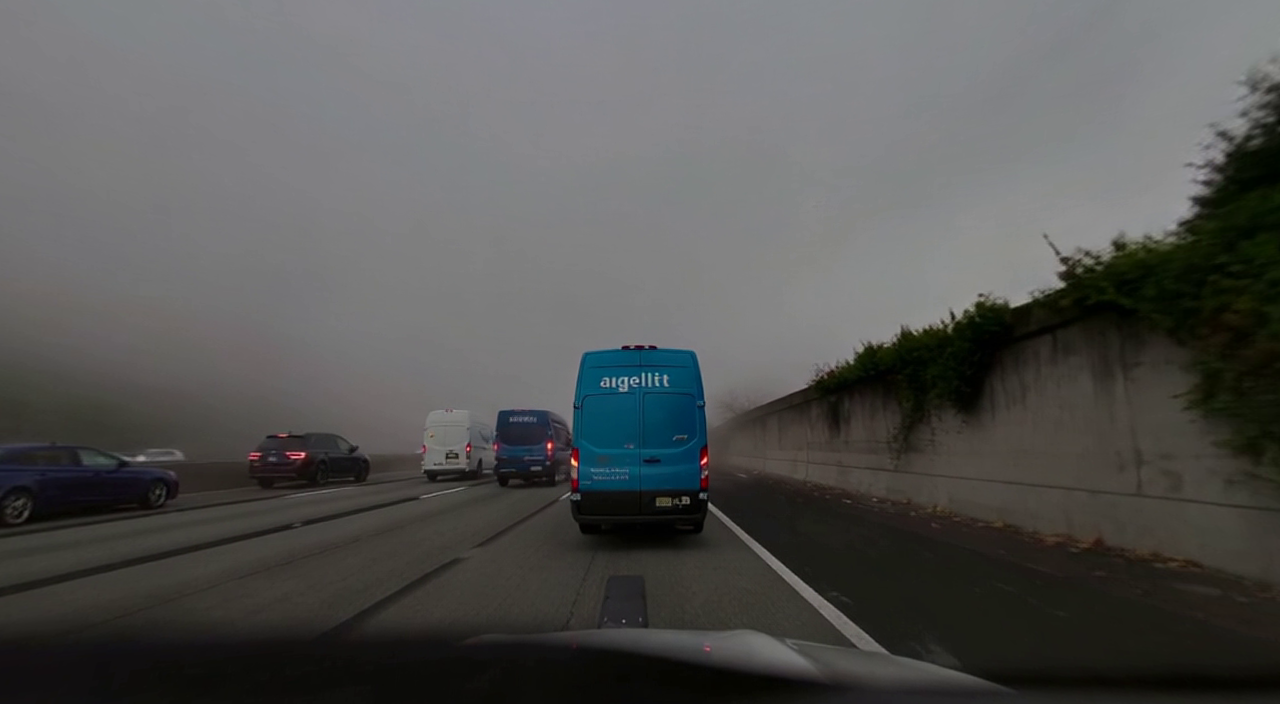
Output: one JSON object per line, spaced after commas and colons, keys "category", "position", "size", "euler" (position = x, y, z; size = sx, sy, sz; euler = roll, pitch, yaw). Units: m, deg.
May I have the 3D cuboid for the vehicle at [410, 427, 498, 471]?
{"category": "vehicle", "position": [-9.818, 5.193, 33.938], "size": [2.566, 2.158, 5.957], "euler": [-1, -8, 4]}

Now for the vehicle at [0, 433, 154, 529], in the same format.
{"category": "vehicle", "position": [-11.128, 2.178, 10.878], "size": [1.839, 1.524, 4.449], "euler": [0, -9, 2]}

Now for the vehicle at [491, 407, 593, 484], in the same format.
{"category": "vehicle", "position": [-3.329, 3.387, 22.845], "size": [2.729, 2.439, 5.418], "euler": [0, -8, 1]}

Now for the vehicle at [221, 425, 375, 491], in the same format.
{"category": "vehicle", "position": [-10.836, 3.398, 20.520], "size": [2.061, 1.846, 4.852], "euler": [0, -9, 3]}

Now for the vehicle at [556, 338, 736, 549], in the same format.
{"category": "vehicle", "position": [0.150, 1.648, 11.488], "size": [2.316, 2.738, 6.398], "euler": [0, -9, 1]}
